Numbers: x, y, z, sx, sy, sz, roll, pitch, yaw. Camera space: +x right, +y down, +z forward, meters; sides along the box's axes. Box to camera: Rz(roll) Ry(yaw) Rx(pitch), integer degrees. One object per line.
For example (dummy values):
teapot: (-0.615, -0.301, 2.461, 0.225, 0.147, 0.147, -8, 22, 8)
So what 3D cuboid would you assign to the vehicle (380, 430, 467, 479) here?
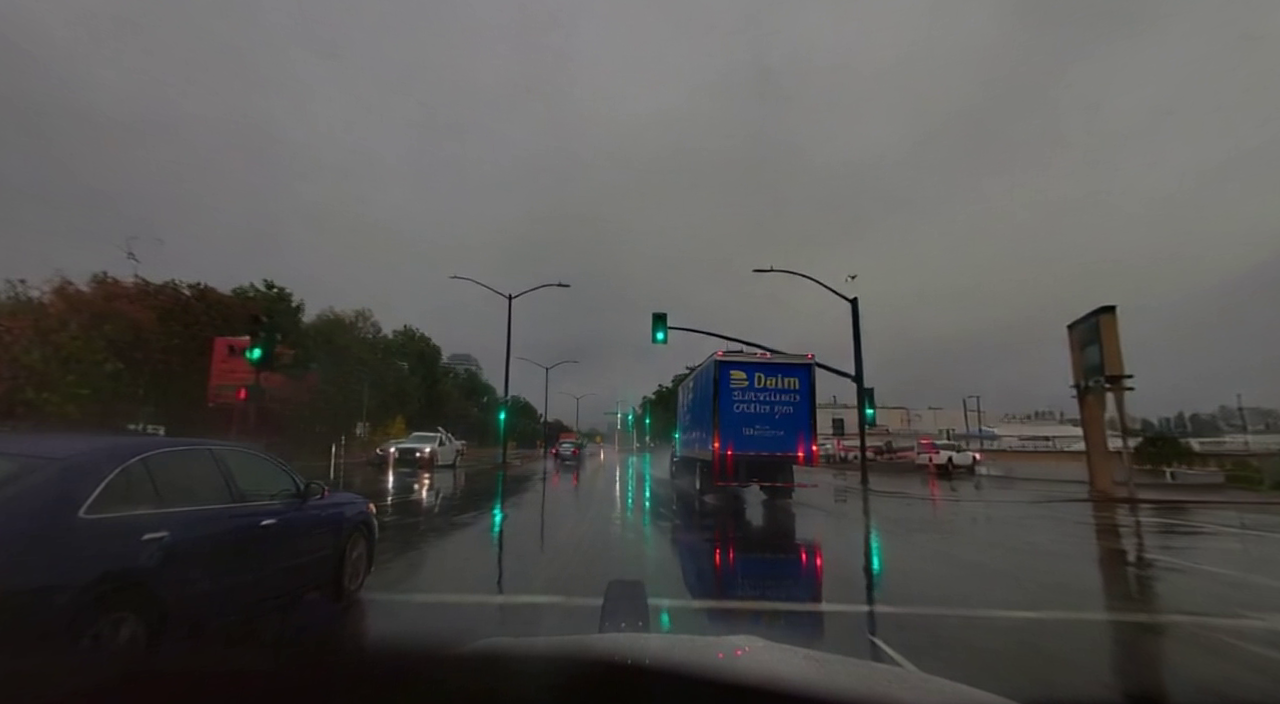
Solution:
vehicle: (-8.998, 4.319, 26.583, 2.374, 1.863, 4.751, 1, -9, -6)

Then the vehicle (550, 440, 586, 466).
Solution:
vehicle: (-5.275, 7.464, 46.560, 2.388, 1.811, 4.455, 1, -9, -4)

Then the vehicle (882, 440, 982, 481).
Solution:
vehicle: (17.454, 6.439, 37.474, 5.948, 2.233, 2.406, 6, -11, -31)

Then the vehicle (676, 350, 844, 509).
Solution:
vehicle: (3.004, 2.402, 18.765, 2.905, 3.644, 8.441, 0, -9, -3)

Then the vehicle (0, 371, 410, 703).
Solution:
vehicle: (-3.000, 1.018, 3.329, 1.828, 1.515, 4.422, 0, -9, 1)
